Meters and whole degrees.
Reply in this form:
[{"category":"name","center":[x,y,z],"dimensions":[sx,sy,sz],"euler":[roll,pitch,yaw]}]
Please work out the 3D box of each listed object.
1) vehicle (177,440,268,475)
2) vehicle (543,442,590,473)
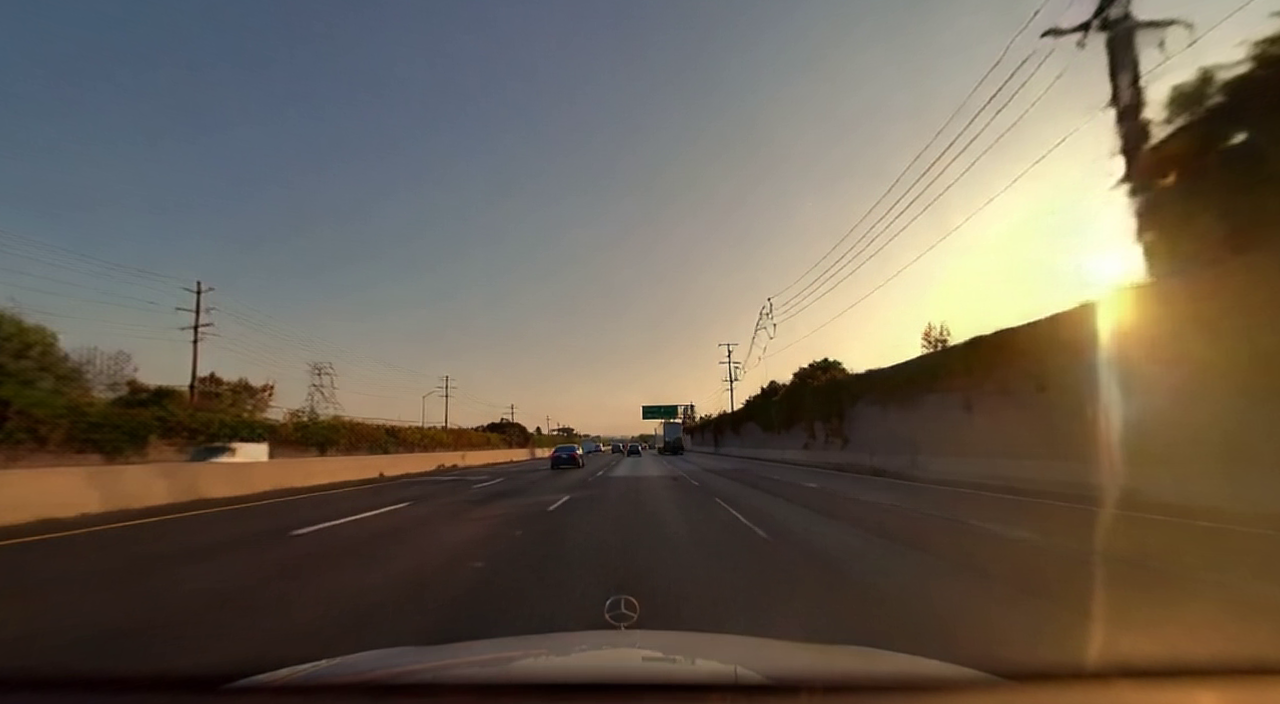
[{"category":"vehicle","center":[-24.830,6.270,37.793],"dimensions":[2.200,1.915,4.635],"euler":[0,-9,0]},{"category":"vehicle","center":[-3.876,5.691,34.127],"dimensions":[2.009,1.533,4.175],"euler":[0,-9,0]}]
